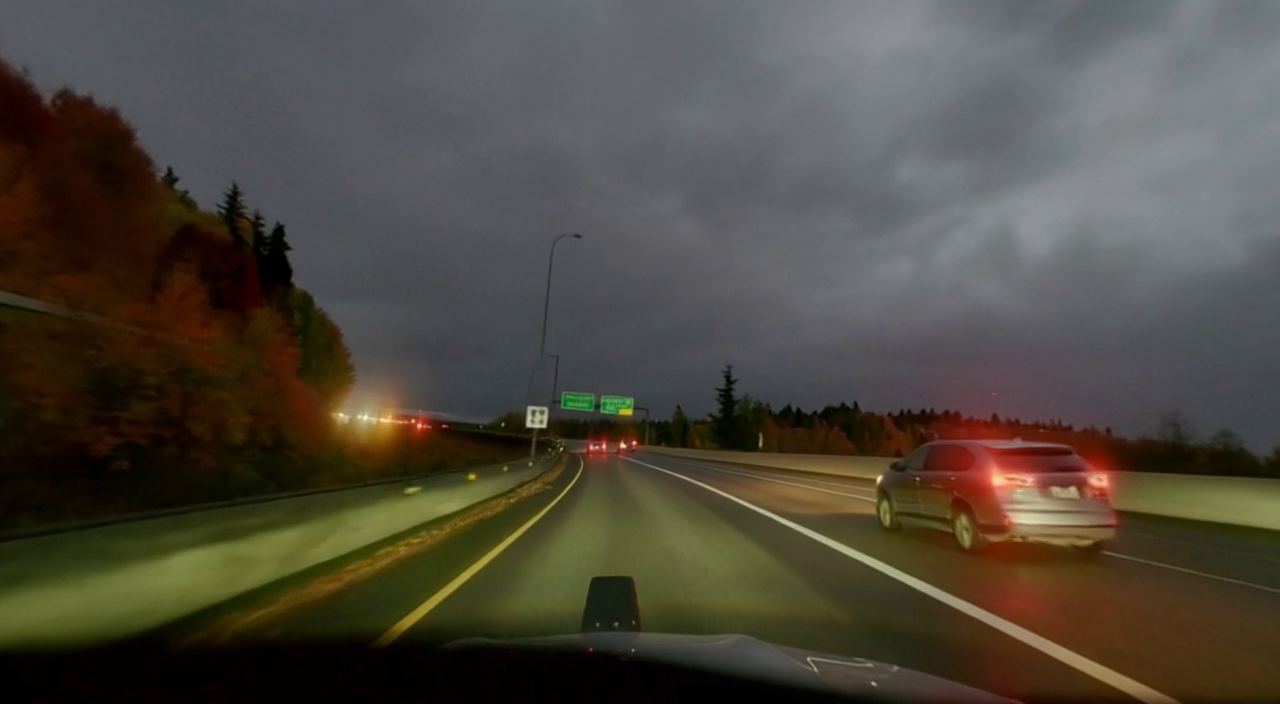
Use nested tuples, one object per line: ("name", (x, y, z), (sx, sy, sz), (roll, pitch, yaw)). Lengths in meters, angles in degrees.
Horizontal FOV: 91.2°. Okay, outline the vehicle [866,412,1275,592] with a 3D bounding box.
("vehicle", (4.531, 1.628, 7.583), (1.952, 1.536, 4.036), (0, -9, -2))
